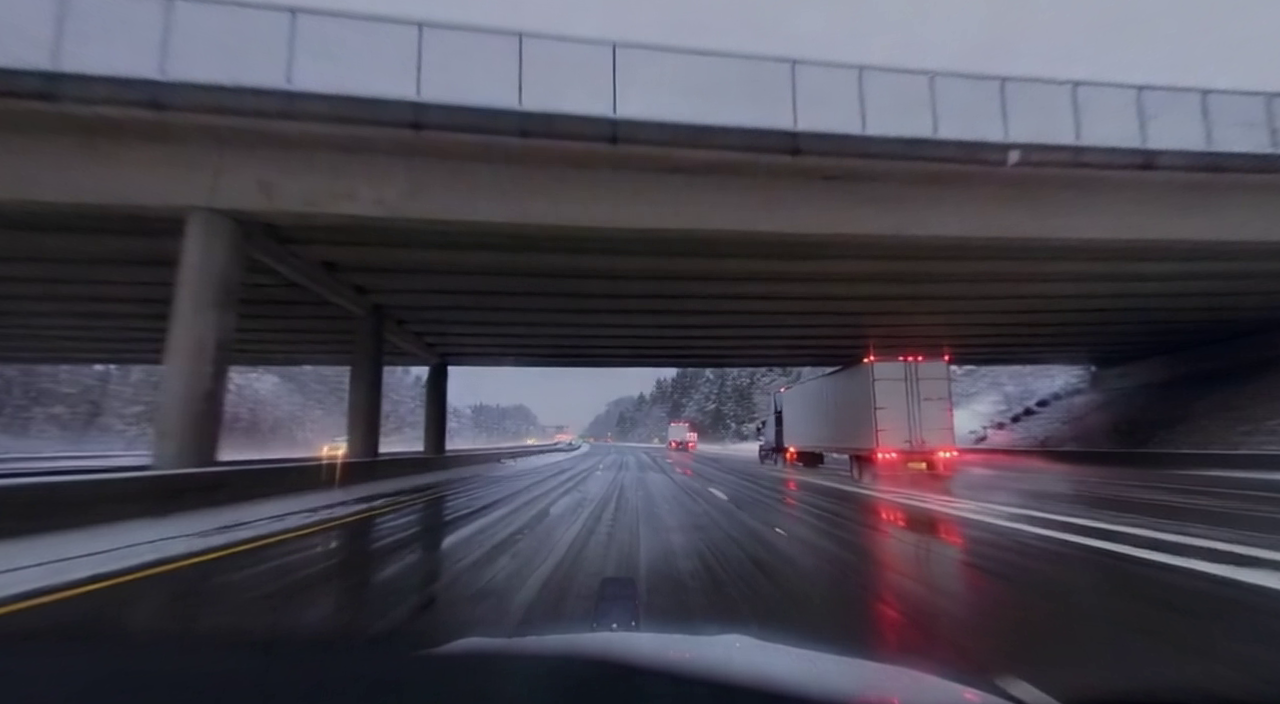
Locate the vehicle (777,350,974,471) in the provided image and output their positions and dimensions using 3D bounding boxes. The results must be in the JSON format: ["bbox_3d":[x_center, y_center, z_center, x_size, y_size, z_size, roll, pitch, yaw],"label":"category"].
[{"bbox_3d":[9.379,2.896,27.904,2.855,4.053,13.328,0,-8,-3],"label":"vehicle"}]
